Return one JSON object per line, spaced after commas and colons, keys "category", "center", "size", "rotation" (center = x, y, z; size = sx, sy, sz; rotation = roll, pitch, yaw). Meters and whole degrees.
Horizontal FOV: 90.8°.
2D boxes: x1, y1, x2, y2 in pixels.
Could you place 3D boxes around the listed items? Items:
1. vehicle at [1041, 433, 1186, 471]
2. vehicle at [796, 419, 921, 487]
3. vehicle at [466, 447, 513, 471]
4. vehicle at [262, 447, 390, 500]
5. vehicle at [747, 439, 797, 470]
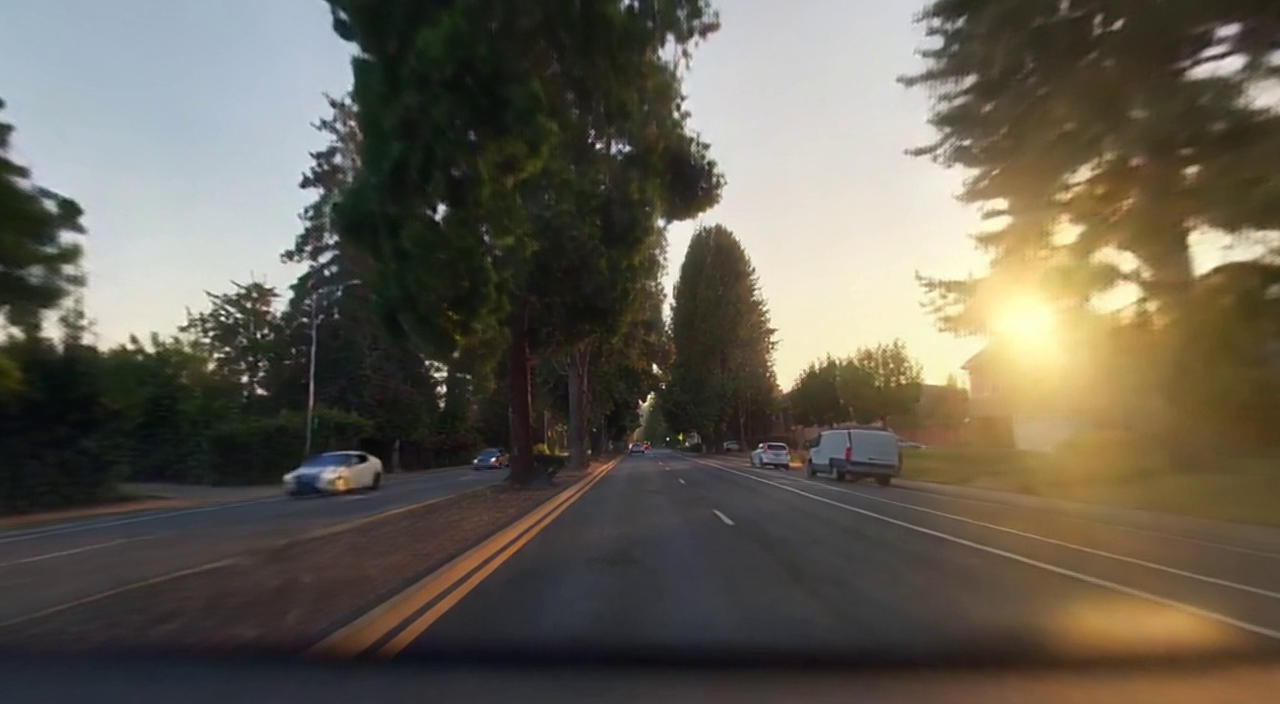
{"category": "vehicle", "center": [19.549, 4.120, 26.298], "size": [4.336, 1.480, 1.926], "rotation": [-2, -8, 16]}
{"category": "vehicle", "center": [7.480, 3.542, 22.444], "size": [2.278, 2.079, 5.861], "rotation": [0, -8, 0]}
{"category": "vehicle", "center": [-9.742, 6.929, 41.335], "size": [1.910, 1.452, 4.447], "rotation": [0, -8, 1]}
{"category": "vehicle", "center": [-10.000, 3.865, 20.582], "size": [1.958, 1.524, 4.314], "rotation": [0, -8, 0]}
{"category": "vehicle", "center": [7.431, 5.818, 35.932], "size": [1.965, 1.623, 4.096], "rotation": [0, -8, 1]}
